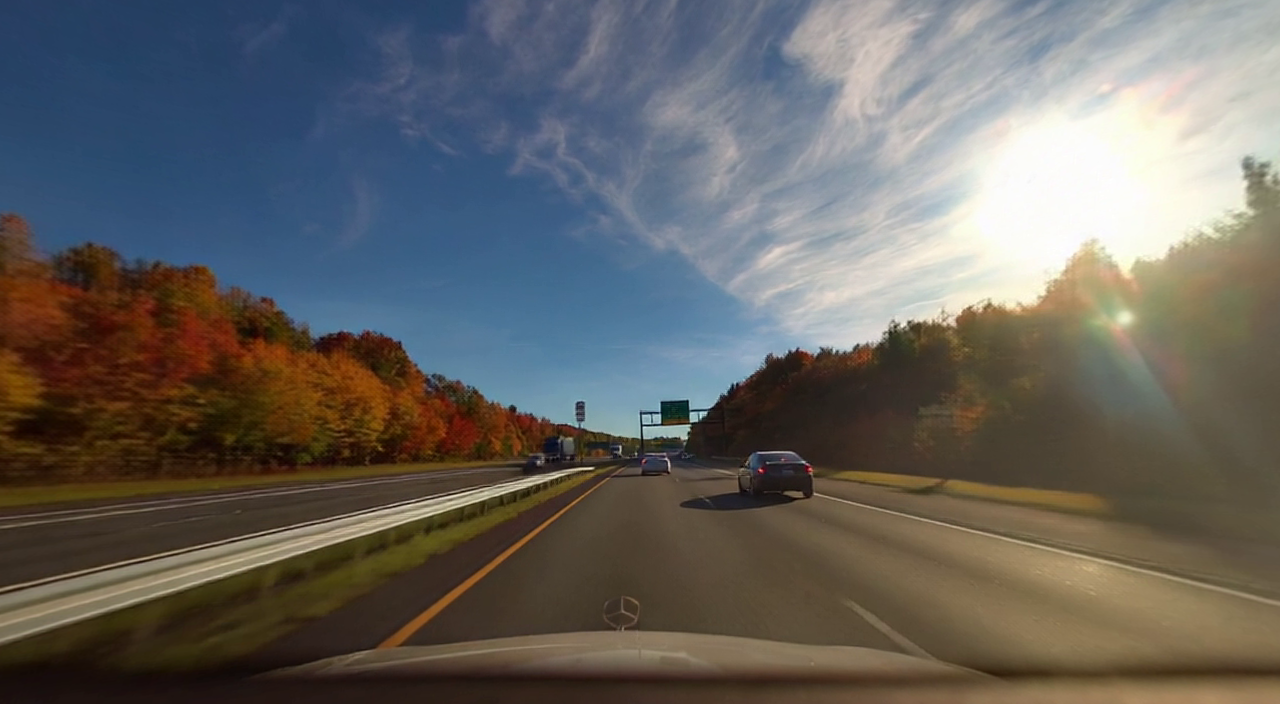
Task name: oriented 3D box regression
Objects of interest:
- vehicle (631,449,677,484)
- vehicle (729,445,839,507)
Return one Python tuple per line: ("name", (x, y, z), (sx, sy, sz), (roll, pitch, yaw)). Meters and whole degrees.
("vehicle", (0.653, 5.491, 30.381), (2.070, 1.546, 4.648), (0, -9, 1))
("vehicle", (3.949, 3.474, 18.007), (2.119, 1.557, 4.163), (0, -9, 0))
